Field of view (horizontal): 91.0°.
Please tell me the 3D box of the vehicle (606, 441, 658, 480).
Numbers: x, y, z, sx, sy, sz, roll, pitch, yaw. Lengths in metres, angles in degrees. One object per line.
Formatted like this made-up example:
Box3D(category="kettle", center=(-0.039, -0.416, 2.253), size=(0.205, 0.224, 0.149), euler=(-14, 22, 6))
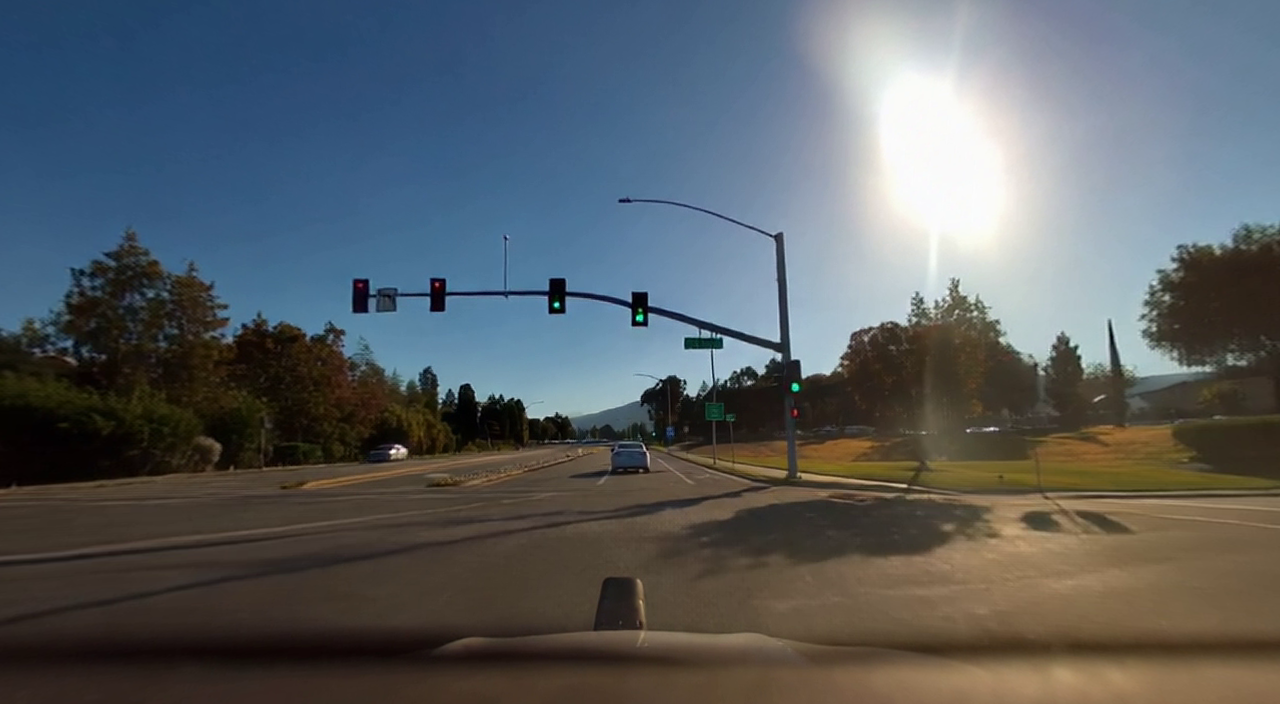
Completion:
Box3D(category="vehicle", center=(-0.301, 4.356, 25.527), size=(1.954, 1.469, 3.465), euler=(0, -8, 0))
